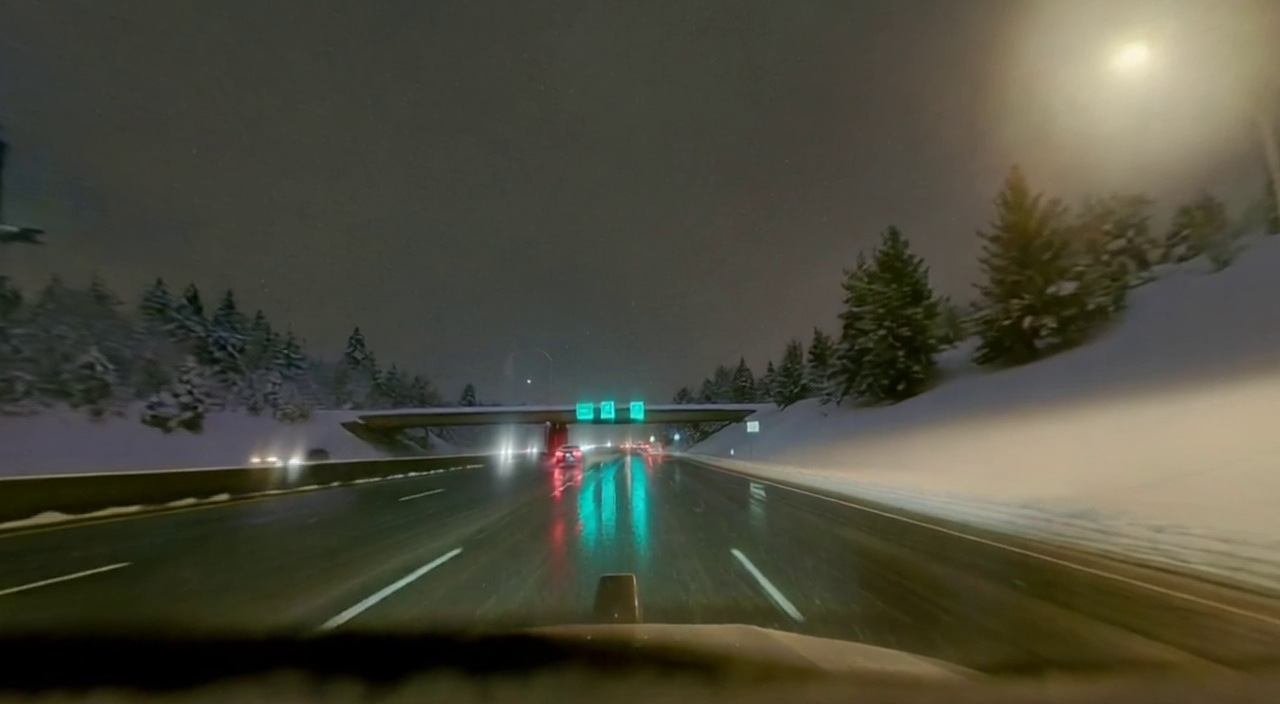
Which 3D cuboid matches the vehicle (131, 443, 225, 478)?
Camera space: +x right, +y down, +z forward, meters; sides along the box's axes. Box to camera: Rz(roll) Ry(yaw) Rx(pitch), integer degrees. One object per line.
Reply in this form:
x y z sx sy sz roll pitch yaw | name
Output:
-20.569 4.842 28.309 1.593 1.407 3.388 -2 -9 1 | vehicle

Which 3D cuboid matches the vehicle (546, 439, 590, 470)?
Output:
-4.277 6.167 38.238 2.102 1.727 4.704 0 -9 0 | vehicle

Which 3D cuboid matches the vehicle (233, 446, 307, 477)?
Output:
-16.810 4.971 28.861 1.416 1.312 3.200 0 -9 1 | vehicle
